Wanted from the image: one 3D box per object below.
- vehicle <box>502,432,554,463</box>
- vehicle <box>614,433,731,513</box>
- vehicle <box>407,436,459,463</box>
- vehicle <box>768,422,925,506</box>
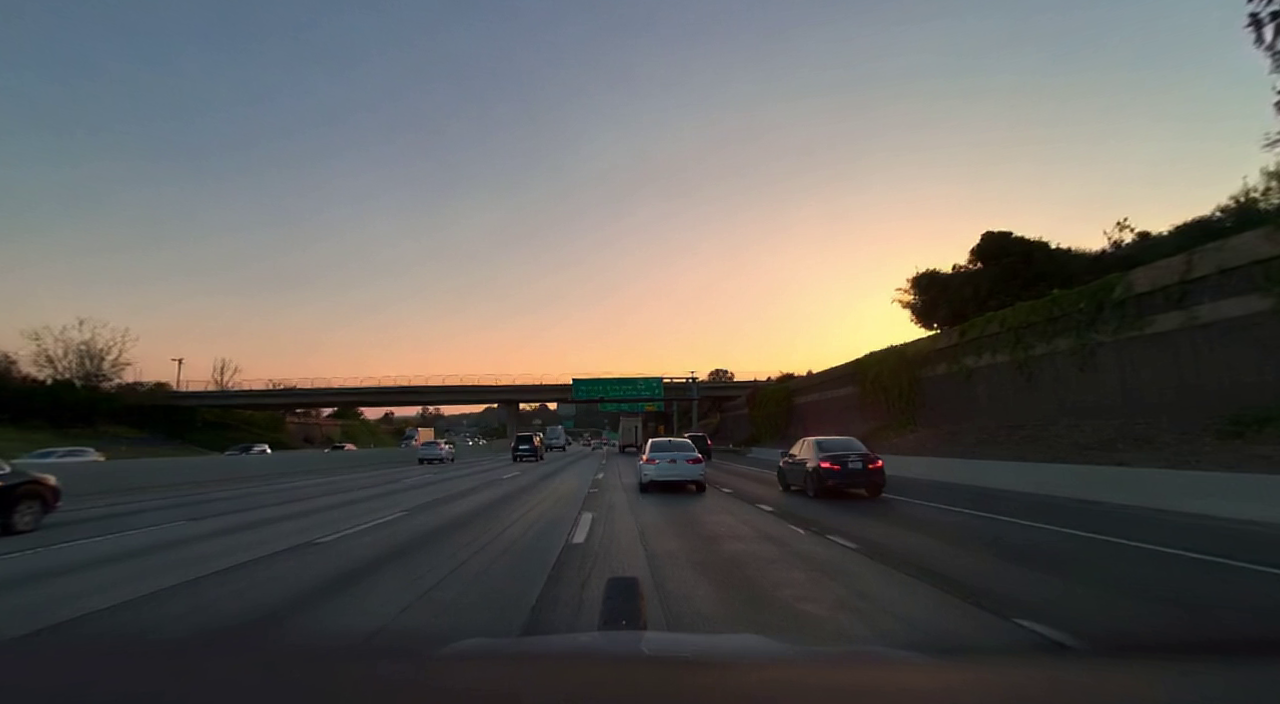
[{"bbox_3d":[-7.362,6.377,42.136,2.486,1.856,6.310,0,-8,-1],"label":"vehicle"},{"bbox_3d":[0.518,2.540,13.760,2.042,1.446,4.269,0,-8,-4],"label":"vehicle"},{"bbox_3d":[-14.515,6.888,44.546,2.180,1.796,4.839,0,-8,-2],"label":"vehicle"},{"bbox_3d":[4.728,2.639,15.280,2.100,1.707,4.342,0,-8,-4],"label":"vehicle"}]
